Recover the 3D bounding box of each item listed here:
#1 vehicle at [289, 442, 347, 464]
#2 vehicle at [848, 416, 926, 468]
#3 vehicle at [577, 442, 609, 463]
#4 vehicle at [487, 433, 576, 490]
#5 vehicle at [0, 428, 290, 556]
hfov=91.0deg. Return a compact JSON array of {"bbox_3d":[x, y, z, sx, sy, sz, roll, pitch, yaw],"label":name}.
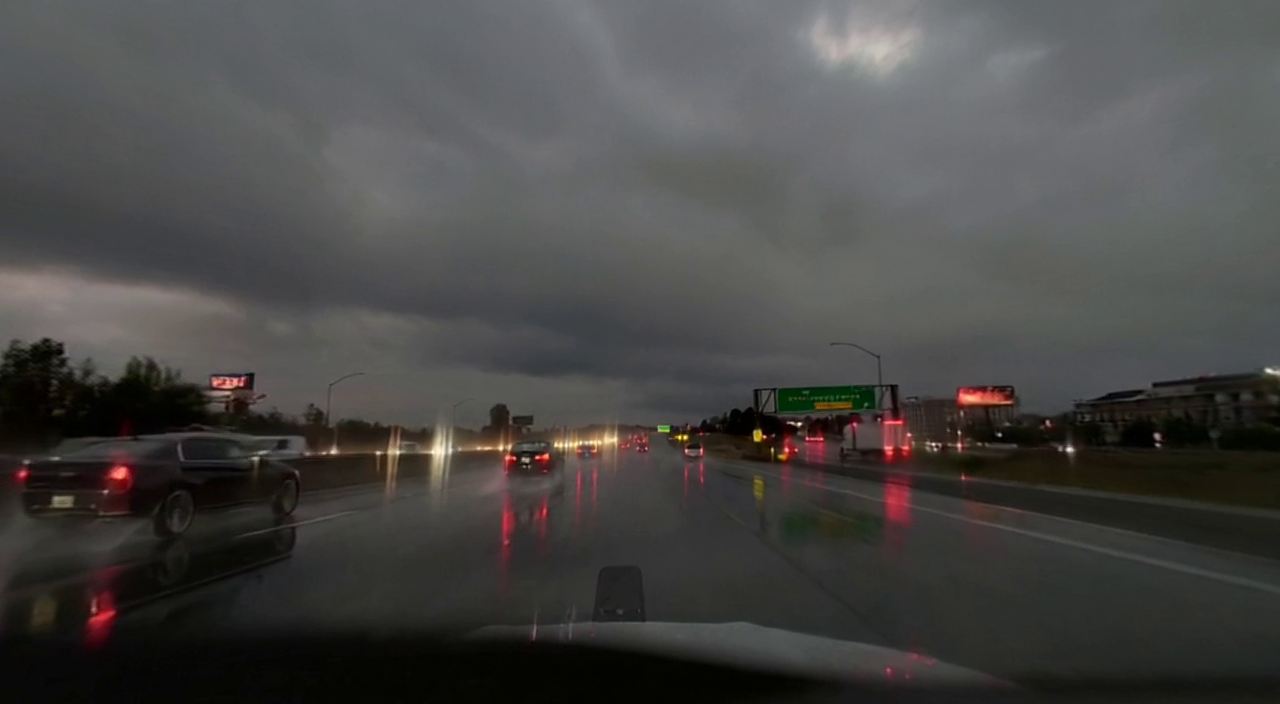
[{"bbox_3d":[-23.356,7.341,45.808,1.878,1.527,4.355,0,-8,0],"label":"vehicle"},{"bbox_3d":[18.564,6.879,48.003,2.958,3.538,8.761,0,-8,4],"label":"vehicle"},{"bbox_3d":[-3.356,7.308,45.914,1.960,1.494,4.123,0,-8,1],"label":"vehicle"},{"bbox_3d":[-3.285,3.414,19.905,2.001,1.577,4.055,0,-8,1],"label":"vehicle"},{"bbox_3d":[-7.286,1.972,9.510,1.865,1.518,3.620,0,-8,0],"label":"vehicle"}]
